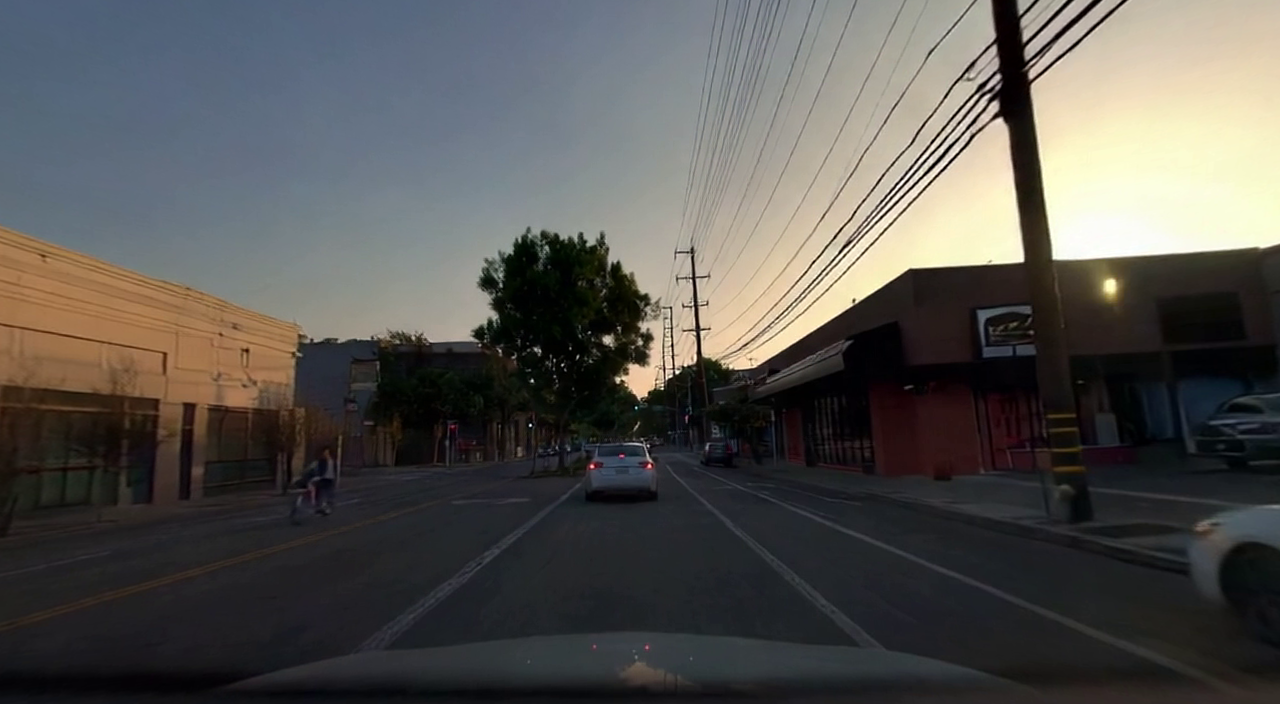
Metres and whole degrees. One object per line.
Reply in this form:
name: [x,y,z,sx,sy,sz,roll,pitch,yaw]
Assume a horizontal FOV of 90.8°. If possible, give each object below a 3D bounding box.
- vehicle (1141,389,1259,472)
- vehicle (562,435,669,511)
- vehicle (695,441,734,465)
vehicle: [16.872,2.450,19.334,2.183,2.144,5.879,-7,-11,38]
vehicle: [-0.507,2.708,14.607,2.116,1.479,3.980,0,-8,-1]
vehicle: [4.798,6.575,41.165,1.908,1.470,3.935,0,-8,-2]
